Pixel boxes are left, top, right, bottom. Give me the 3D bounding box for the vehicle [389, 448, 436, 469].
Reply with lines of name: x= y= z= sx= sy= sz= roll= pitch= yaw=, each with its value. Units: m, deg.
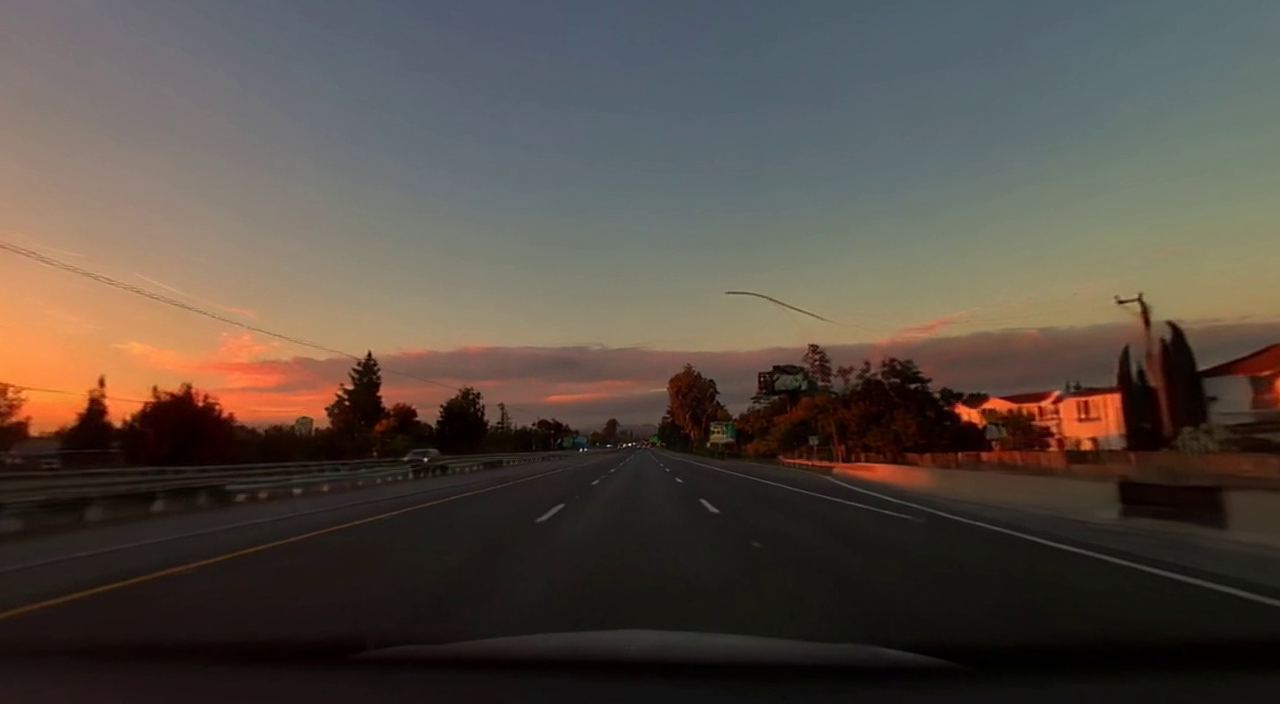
vehicle: x=-17.443 y=8.146 z=48.394 sx=1.862 sy=1.505 sz=4.368 roll=0 pitch=-9 yaw=2
